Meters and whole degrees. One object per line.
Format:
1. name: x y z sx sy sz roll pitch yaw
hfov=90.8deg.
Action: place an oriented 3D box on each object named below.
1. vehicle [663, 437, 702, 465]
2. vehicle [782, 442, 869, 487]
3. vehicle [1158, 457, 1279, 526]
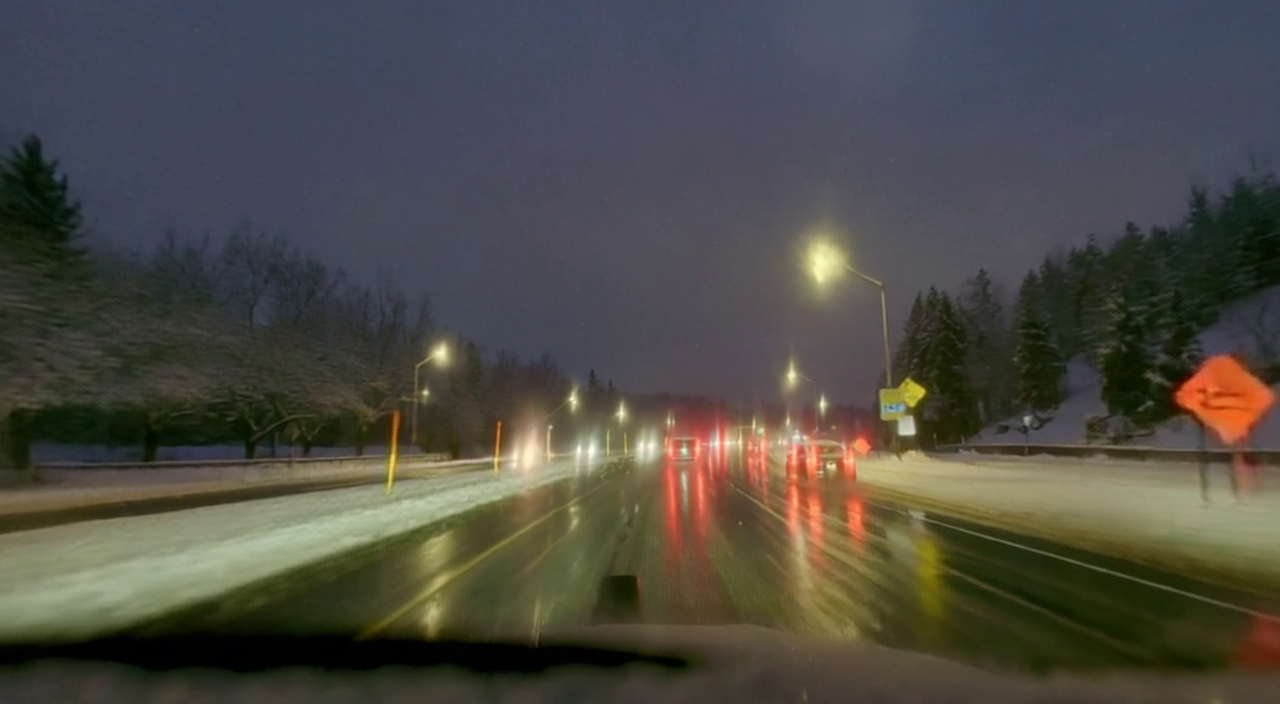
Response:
1. vehicle: 2.806 6.388 40.779 2.201 1.676 4.541 -1 -8 7
2. vehicle: 6.628 4.045 23.067 2.044 1.474 4.083 0 -8 2
3. vehicle: 11.818 2.248 10.186 3.503 1.020 4.269 -1 -9 5
